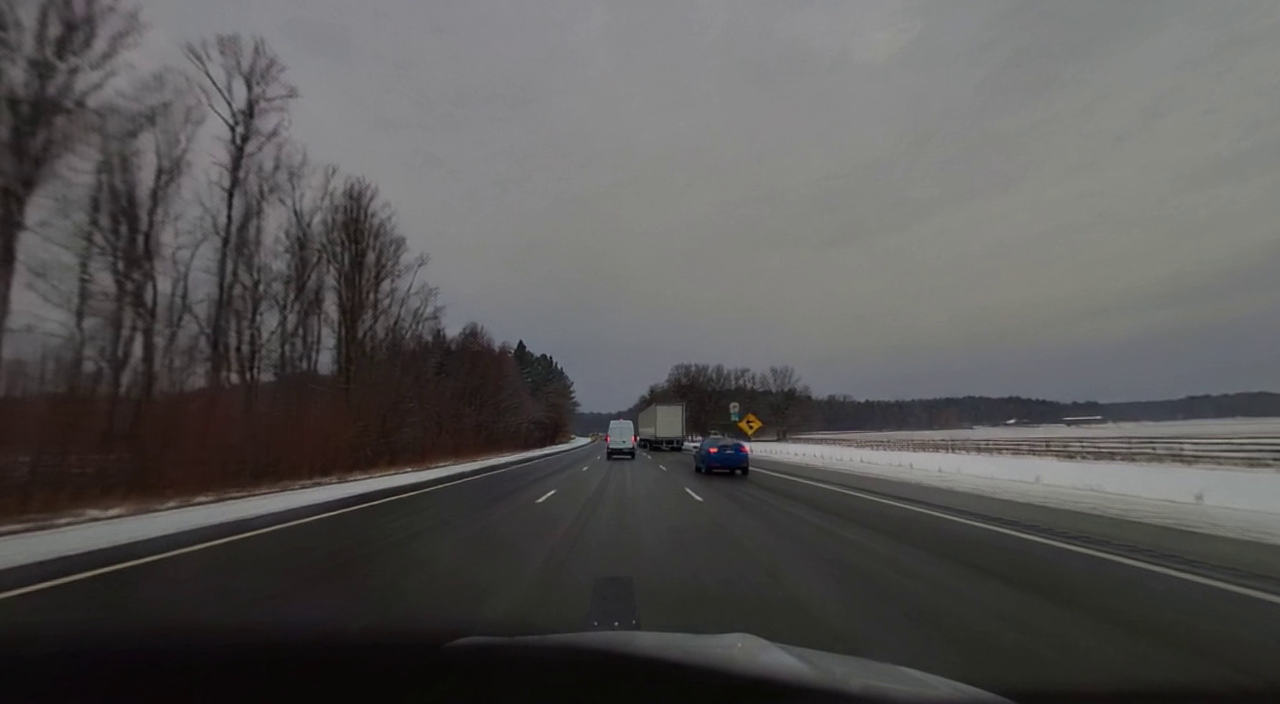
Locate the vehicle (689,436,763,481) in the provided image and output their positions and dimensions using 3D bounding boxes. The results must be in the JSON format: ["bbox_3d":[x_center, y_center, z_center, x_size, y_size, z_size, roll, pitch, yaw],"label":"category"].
[{"bbox_3d":[3.082,3.883,23.425,1.962,1.508,4.363,0,-8,-2],"label":"vehicle"}]

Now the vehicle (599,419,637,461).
[{"bbox_3d":[-1.423,5.834,41.838,2.389,2.637,5.437,0,-8,-1],"label":"vehicle"}]
